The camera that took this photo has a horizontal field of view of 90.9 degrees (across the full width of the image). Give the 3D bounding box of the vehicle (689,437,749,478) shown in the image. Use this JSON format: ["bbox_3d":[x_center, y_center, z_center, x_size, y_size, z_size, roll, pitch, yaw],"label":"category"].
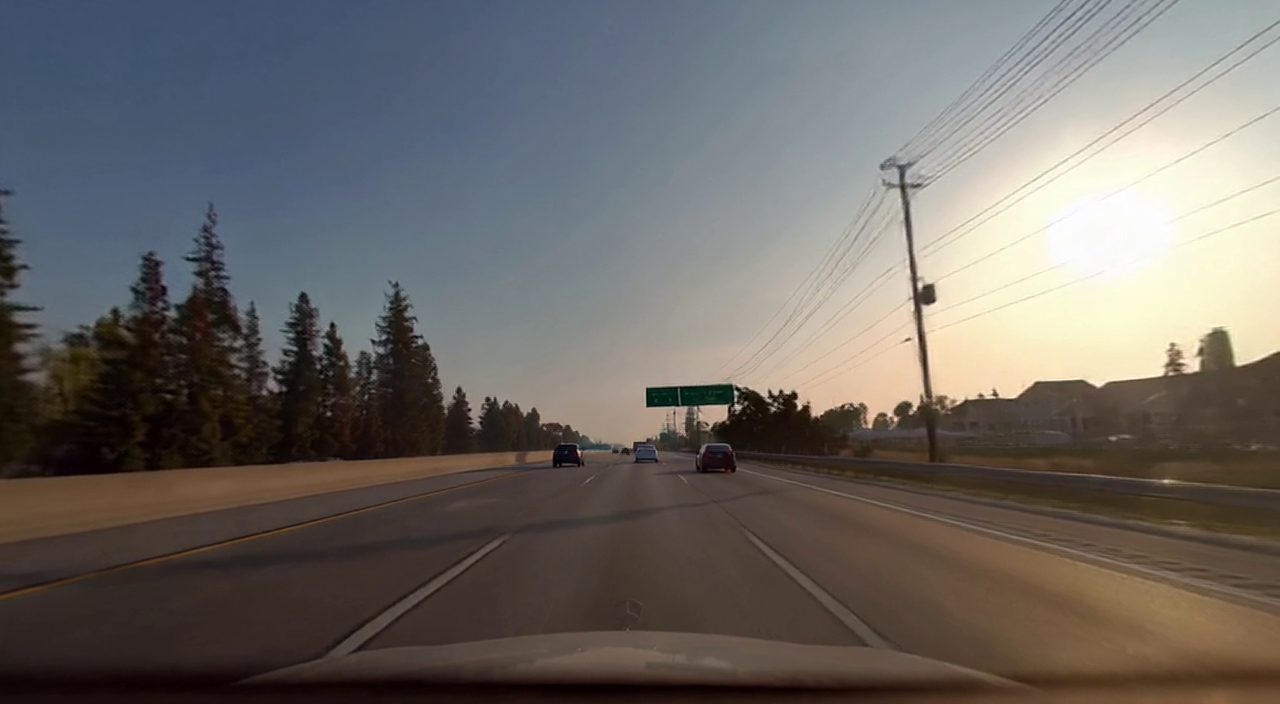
[{"bbox_3d":[3.302,4.465,26.983,1.996,1.579,3.841,0,-8,-1],"label":"vehicle"}]

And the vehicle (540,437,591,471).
[{"bbox_3d":[-4.110,5.719,35.557,2.217,1.773,4.553,0,-8,1],"label":"vehicle"}]

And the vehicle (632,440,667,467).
[{"bbox_3d":[0.536,6.351,39.588,2.049,1.620,4.153,0,-8,0],"label":"vehicle"}]
